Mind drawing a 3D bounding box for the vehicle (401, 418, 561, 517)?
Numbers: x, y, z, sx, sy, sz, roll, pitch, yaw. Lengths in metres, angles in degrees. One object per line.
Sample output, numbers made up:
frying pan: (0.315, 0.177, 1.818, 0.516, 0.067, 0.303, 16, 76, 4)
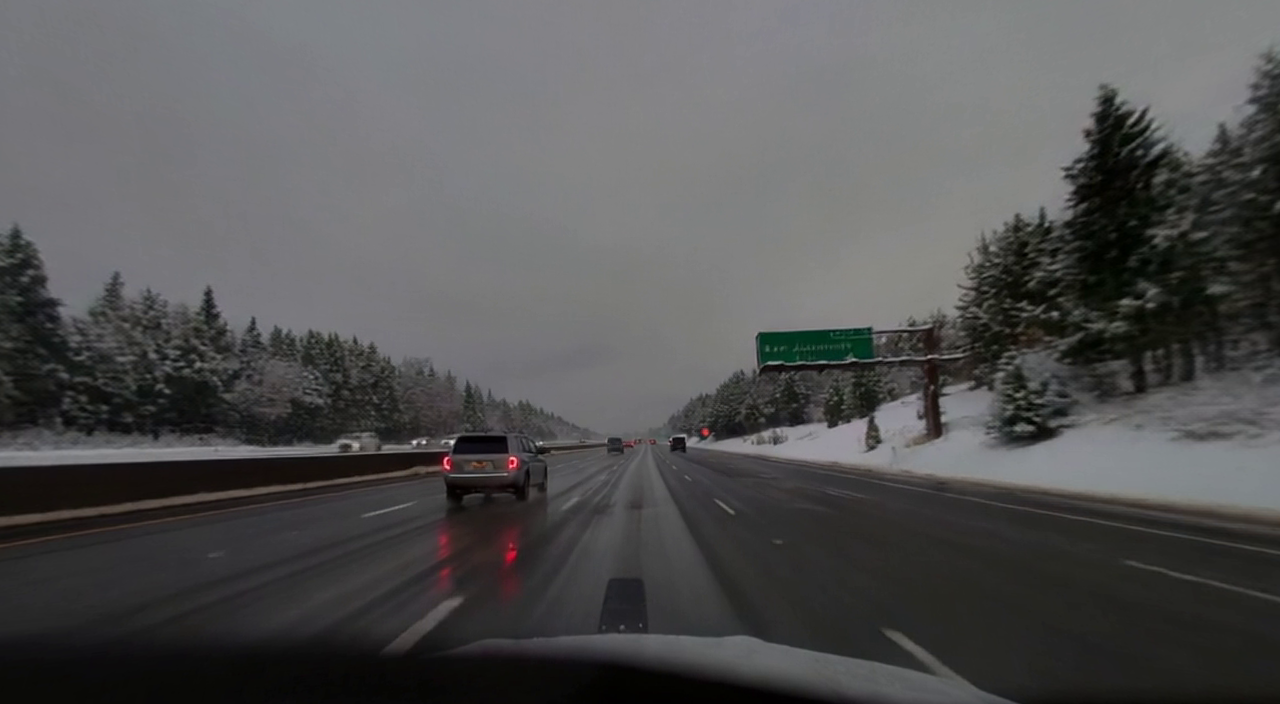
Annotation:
vehicle: (-3.317, 2.557, 14.391, 2.218, 1.848, 4.789, -1, -9, 2)

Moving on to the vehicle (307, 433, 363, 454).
vehicle: (-23.285, 7.025, 48.330, 1.947, 1.558, 4.555, -1, -9, 1)
